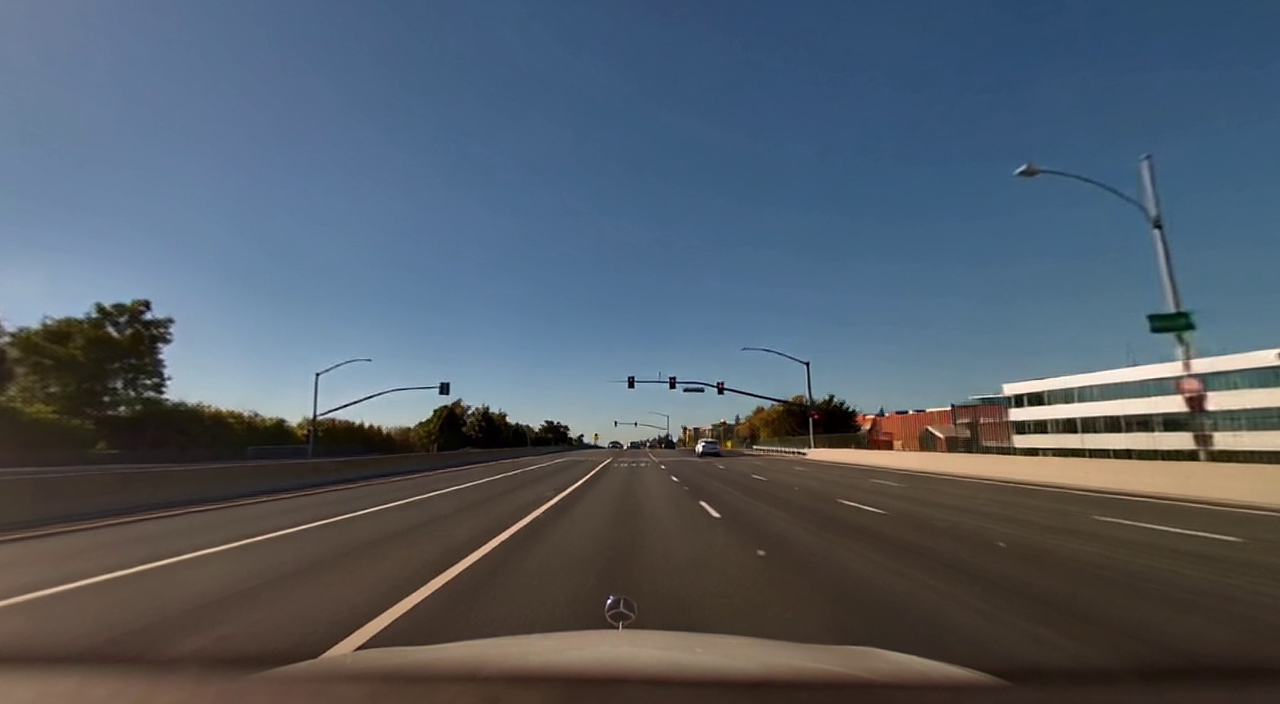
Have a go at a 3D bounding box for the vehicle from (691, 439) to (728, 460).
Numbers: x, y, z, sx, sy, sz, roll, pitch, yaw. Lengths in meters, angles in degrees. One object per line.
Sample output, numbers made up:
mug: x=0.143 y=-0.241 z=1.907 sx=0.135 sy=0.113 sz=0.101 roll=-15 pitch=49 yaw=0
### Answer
vehicle: x=5.118 y=7.315 z=47.253 sx=2.187 sy=1.475 sz=4.529 roll=0 pitch=-9 yaw=-1
